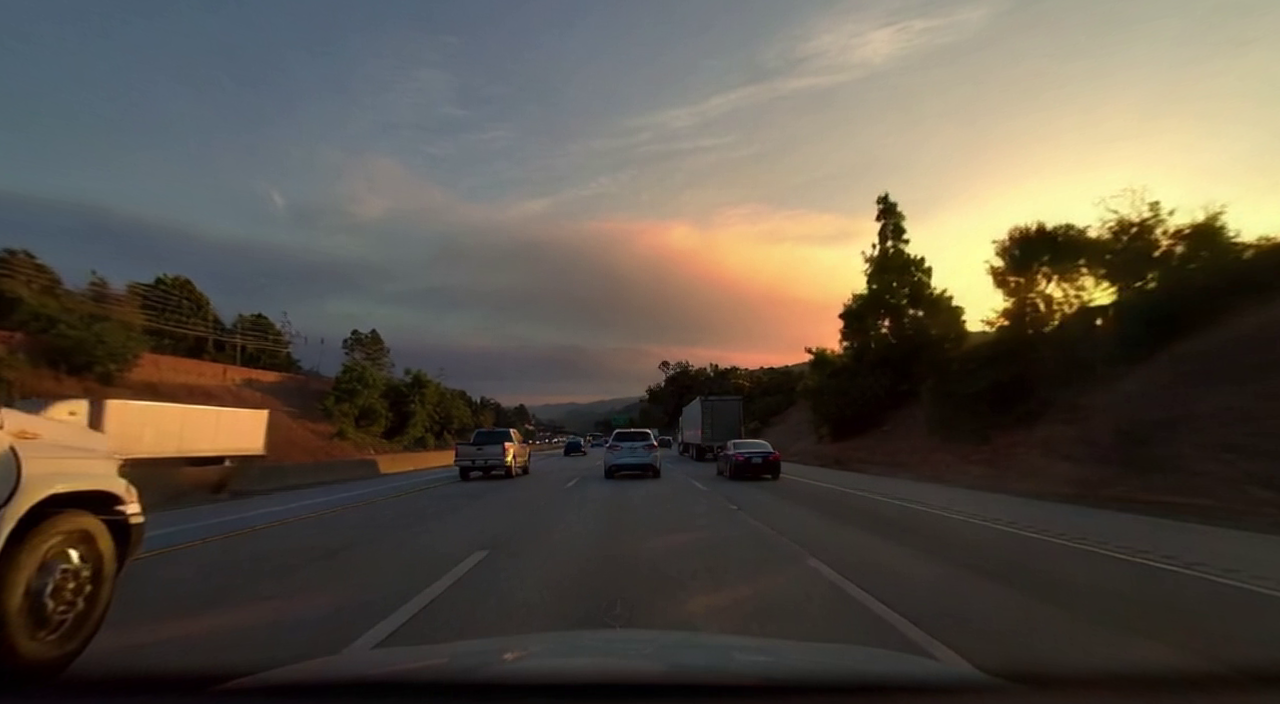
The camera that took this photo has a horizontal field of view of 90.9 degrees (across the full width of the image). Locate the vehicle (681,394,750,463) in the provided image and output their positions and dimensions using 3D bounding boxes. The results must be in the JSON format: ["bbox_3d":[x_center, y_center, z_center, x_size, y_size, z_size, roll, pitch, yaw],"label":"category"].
[{"bbox_3d":[5.005,5.562,45.005,2.888,4.135,14.071,0,-8,-1],"label":"vehicle"}]

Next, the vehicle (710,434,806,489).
[{"bbox_3d":[3.409,3.233,19.014,1.951,1.477,3.963,0,-8,-3],"label":"vehicle"}]

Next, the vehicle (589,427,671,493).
[{"bbox_3d":[-0.317,3.006,17.979,2.083,1.647,3.799,0,-8,-2],"label":"vehicle"}]

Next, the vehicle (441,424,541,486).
[{"bbox_3d":[-4.677,3.274,20.527,2.101,1.767,4.702,0,-8,0],"label":"vehicle"}]

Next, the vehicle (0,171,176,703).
[{"bbox_3d":[-4.143,0.159,0.662,2.576,2.517,6.208,0,-8,-1],"label":"vehicle"}]
